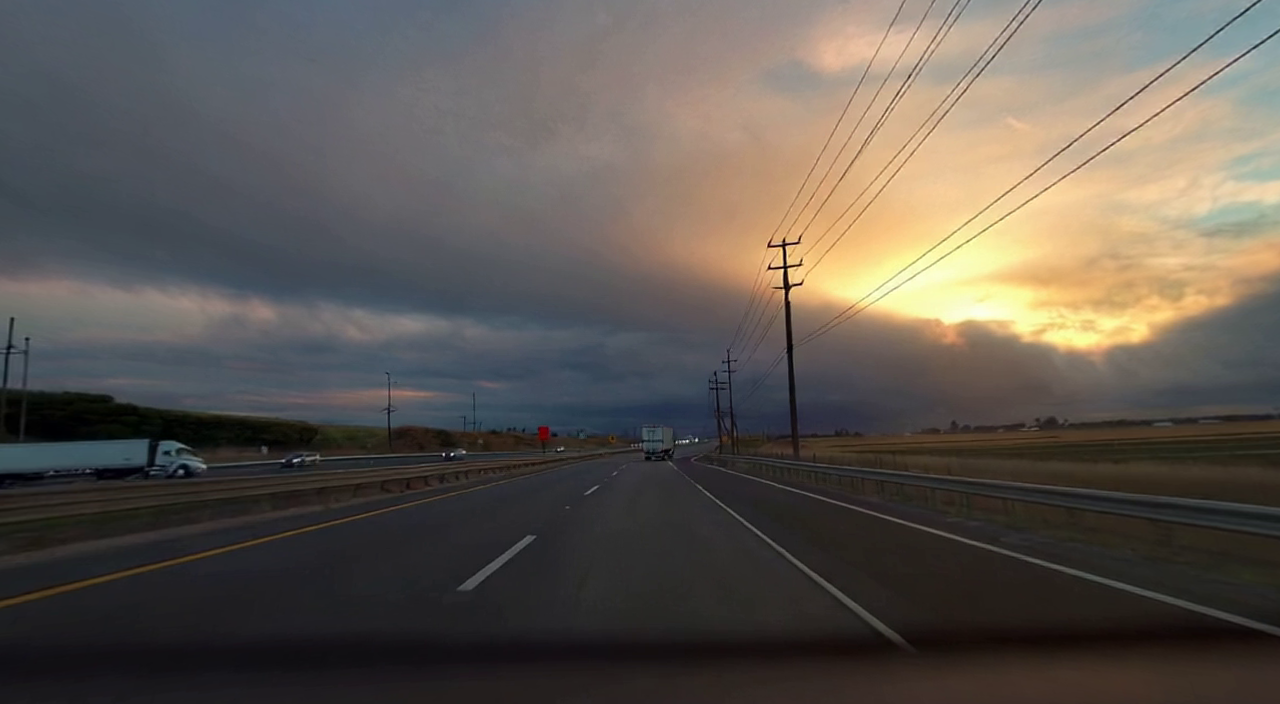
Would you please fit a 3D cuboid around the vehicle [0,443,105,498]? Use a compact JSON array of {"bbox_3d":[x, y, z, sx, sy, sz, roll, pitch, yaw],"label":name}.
[{"bbox_3d":[-48.007,8.509,44.993,3.082,3.896,14.770,-4,-10,22],"label":"vehicle"}]
